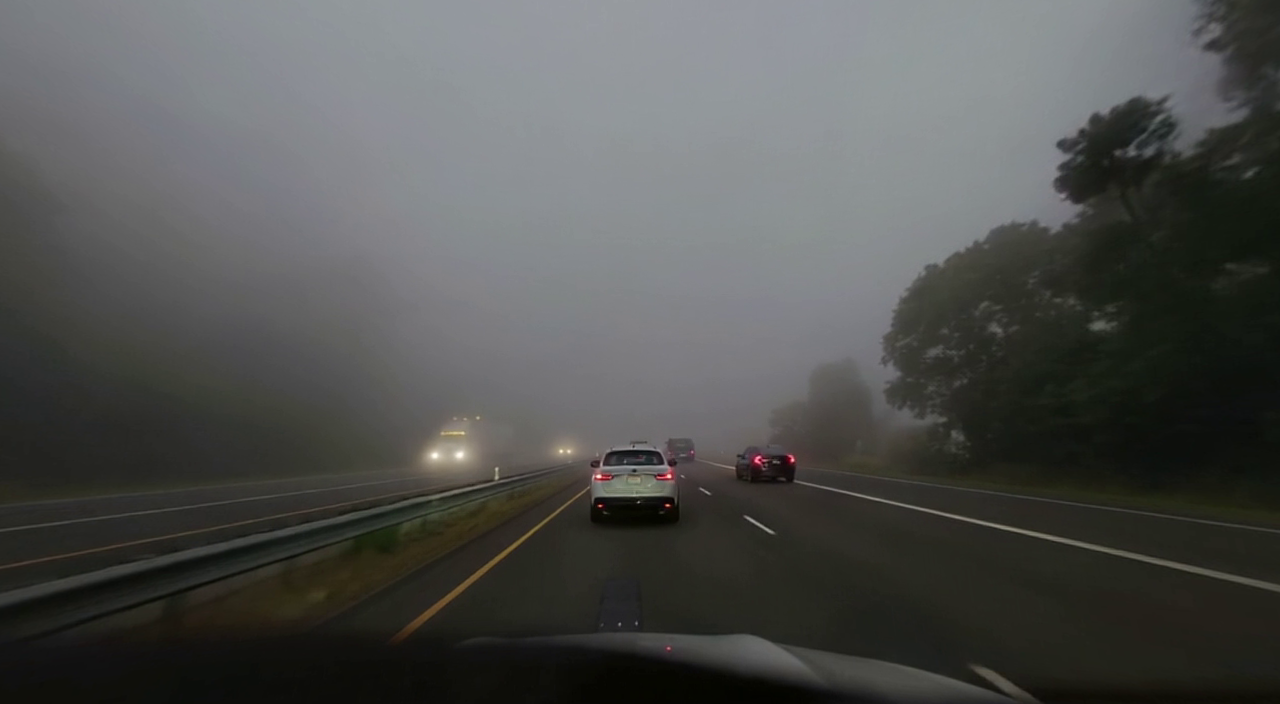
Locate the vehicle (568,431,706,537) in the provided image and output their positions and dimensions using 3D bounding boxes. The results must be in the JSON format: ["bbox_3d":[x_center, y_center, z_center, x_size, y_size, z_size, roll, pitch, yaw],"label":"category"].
[{"bbox_3d":[-0.084,2.300,11.481,2.088,1.580,3.657,0,-9,-1],"label":"vehicle"}]

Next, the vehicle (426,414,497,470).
[{"bbox_3d":[-13.245,6.805,47.265,3.152,3.893,6.812,-1,-9,1],"label":"vehicle"}]

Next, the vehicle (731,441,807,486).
[{"bbox_3d":[4.676,4.114,23.445,1.931,1.516,3.995,0,-9,-1],"label":"vehicle"}]
